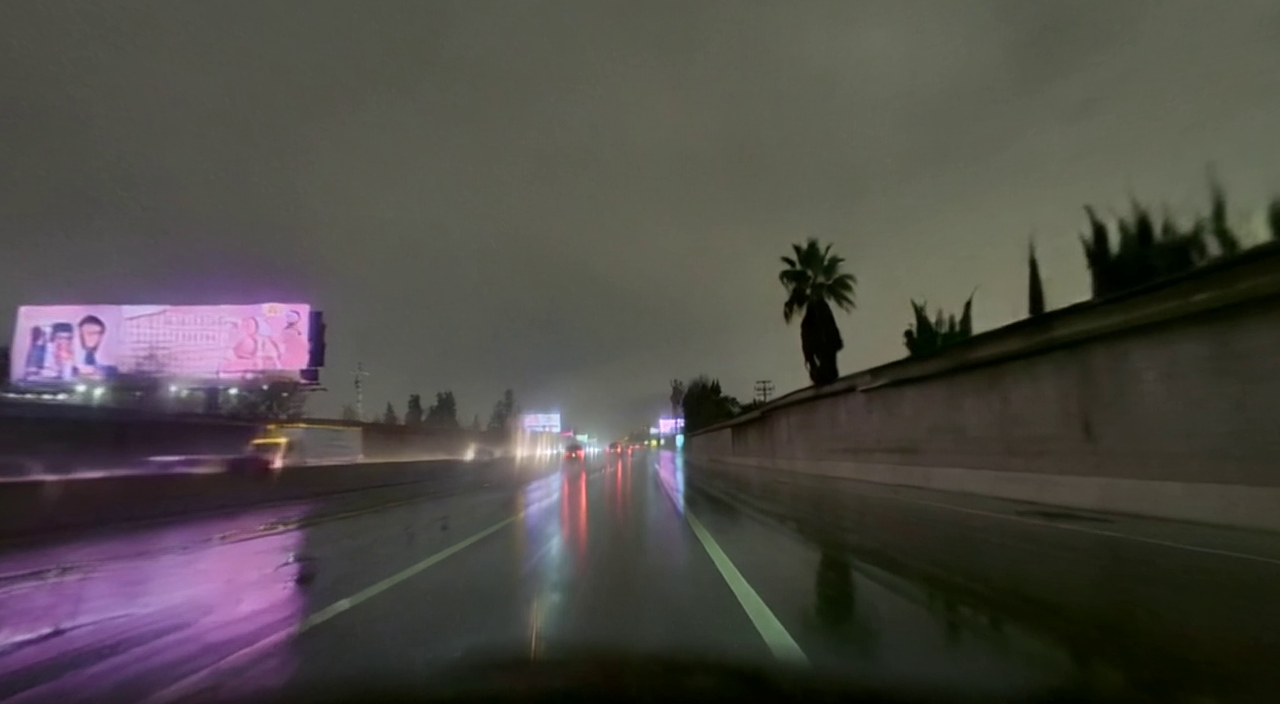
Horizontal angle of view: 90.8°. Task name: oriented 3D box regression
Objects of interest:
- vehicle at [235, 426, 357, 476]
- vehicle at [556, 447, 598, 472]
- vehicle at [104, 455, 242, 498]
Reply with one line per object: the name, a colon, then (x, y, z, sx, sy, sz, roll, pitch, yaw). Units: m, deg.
vehicle: (-25.593, 7.453, 47.989, 3.232, 3.343, 10.548, 0, -9, 1)
vehicle: (-3.988, 6.909, 40.863, 2.078, 1.457, 4.648, 0, -8, 2)
vehicle: (-18.522, 4.920, 25.394, 1.890, 1.462, 4.754, 0, -9, 1)
